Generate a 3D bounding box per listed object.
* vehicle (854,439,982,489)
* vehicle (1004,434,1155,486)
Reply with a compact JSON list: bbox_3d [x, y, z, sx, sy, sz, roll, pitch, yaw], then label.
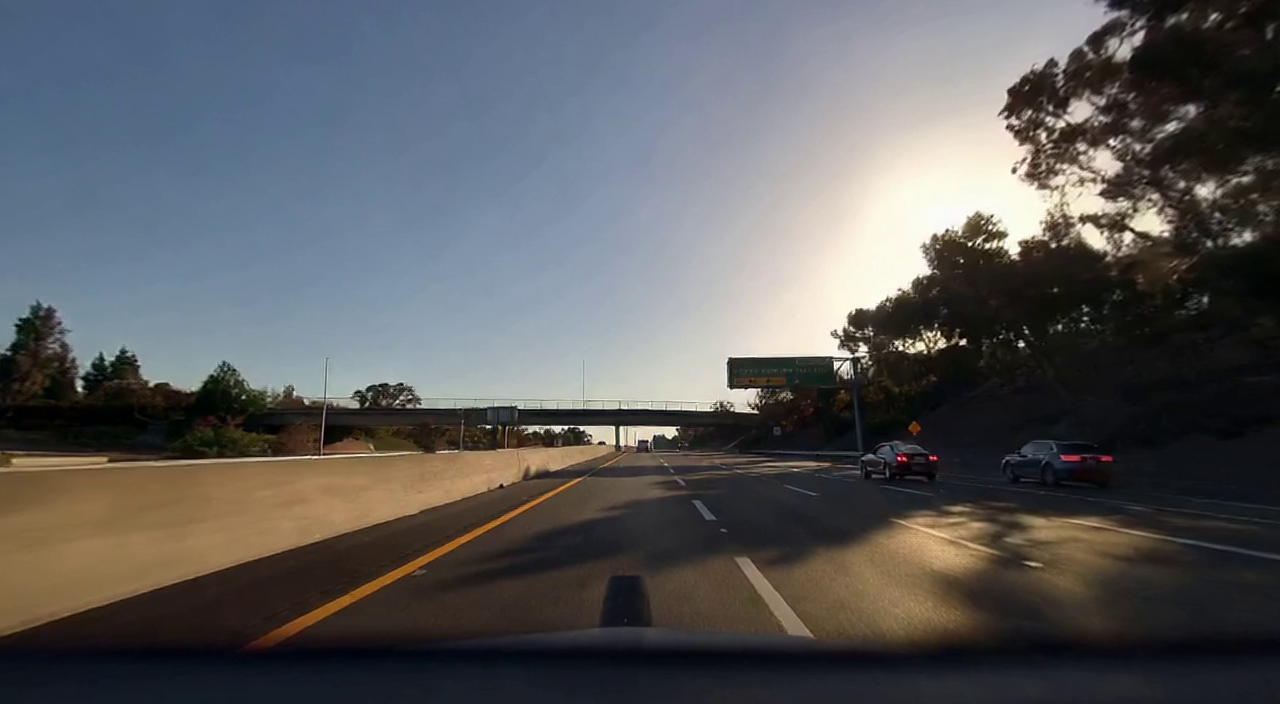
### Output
[{"bbox_3d":[9.339,3.785,21.763,2.093,1.525,4.865,0,-8,-1],"label":"vehicle"},{"bbox_3d":[15.698,3.866,22.935,2.116,1.674,4.566,0,-8,-1],"label":"vehicle"}]
